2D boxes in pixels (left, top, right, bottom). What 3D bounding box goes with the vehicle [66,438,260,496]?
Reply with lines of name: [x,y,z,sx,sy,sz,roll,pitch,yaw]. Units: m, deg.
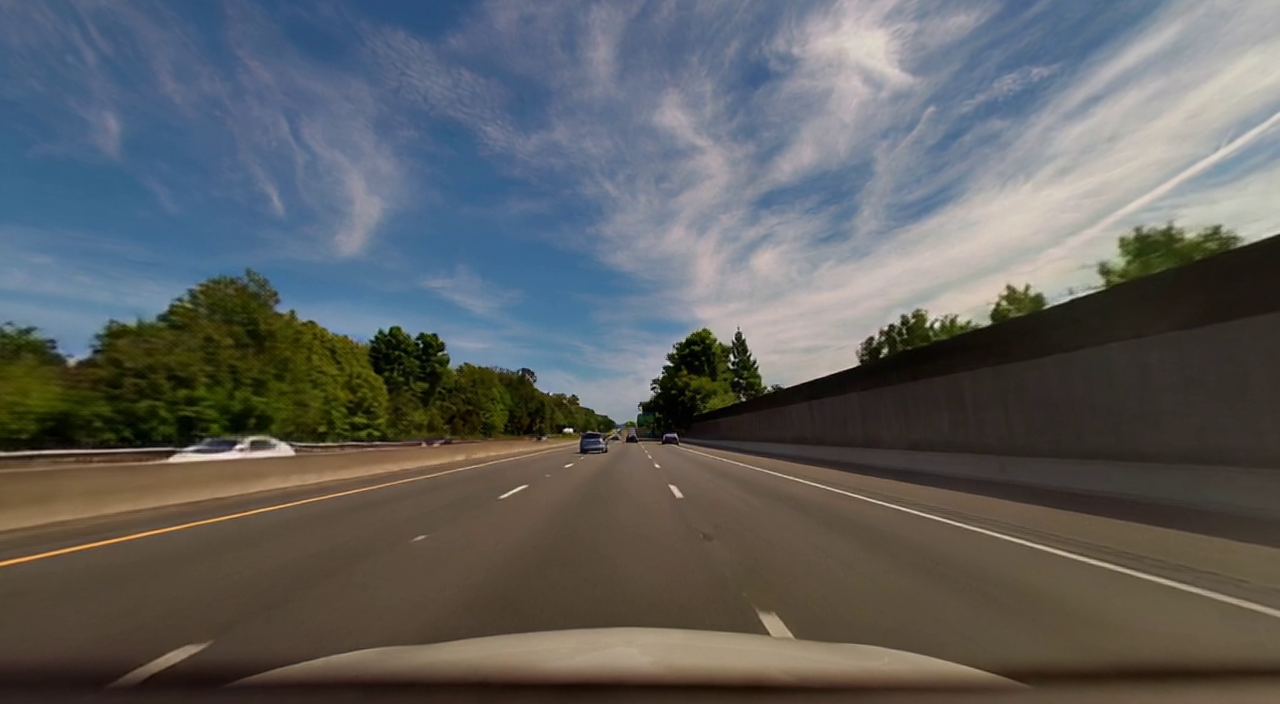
vehicle: [-13.711,3.284,18.593,2.049,1.445,4.697,0,-8,0]

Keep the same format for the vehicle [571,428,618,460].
vehicle: [-2.538,5.278,36.380,2.306,1.730,4.606,0,-8,1]
